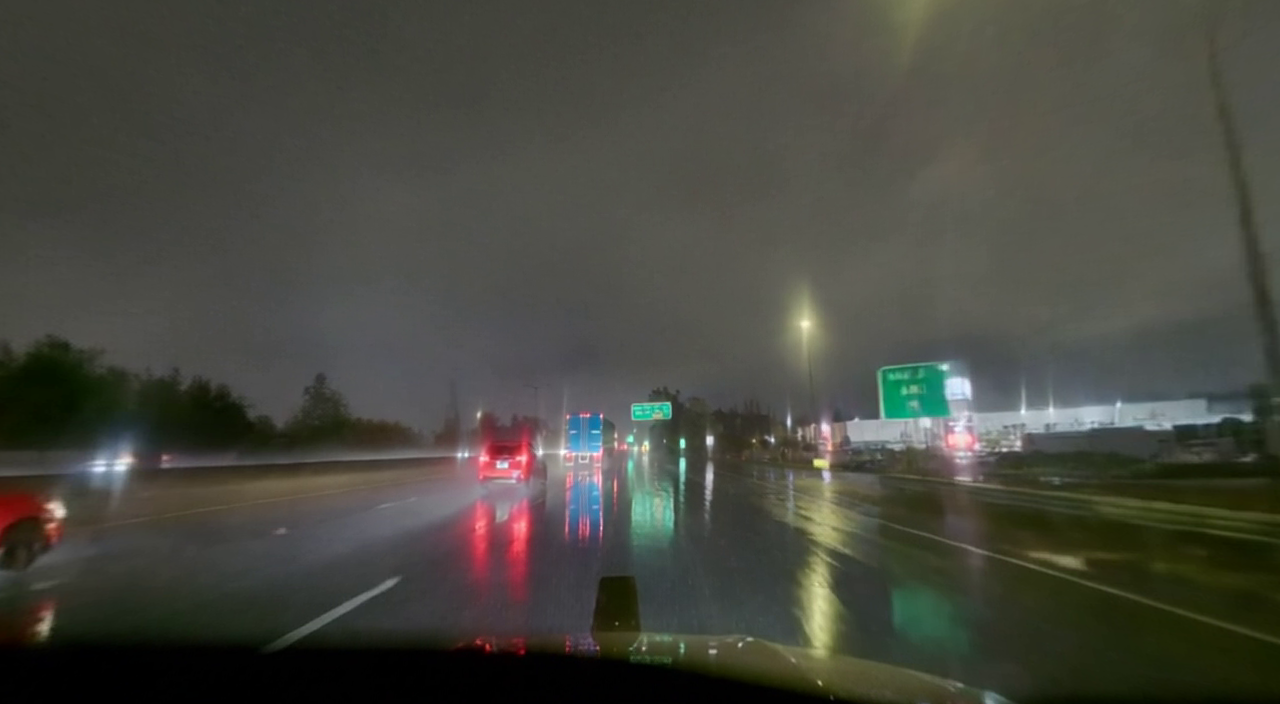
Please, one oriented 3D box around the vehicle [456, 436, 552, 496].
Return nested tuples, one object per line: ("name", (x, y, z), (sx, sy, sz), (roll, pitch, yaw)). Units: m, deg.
("vehicle", (-4.095, 3.504, 19.768), (2.033, 1.669, 4.112), (0, -9, 0))
